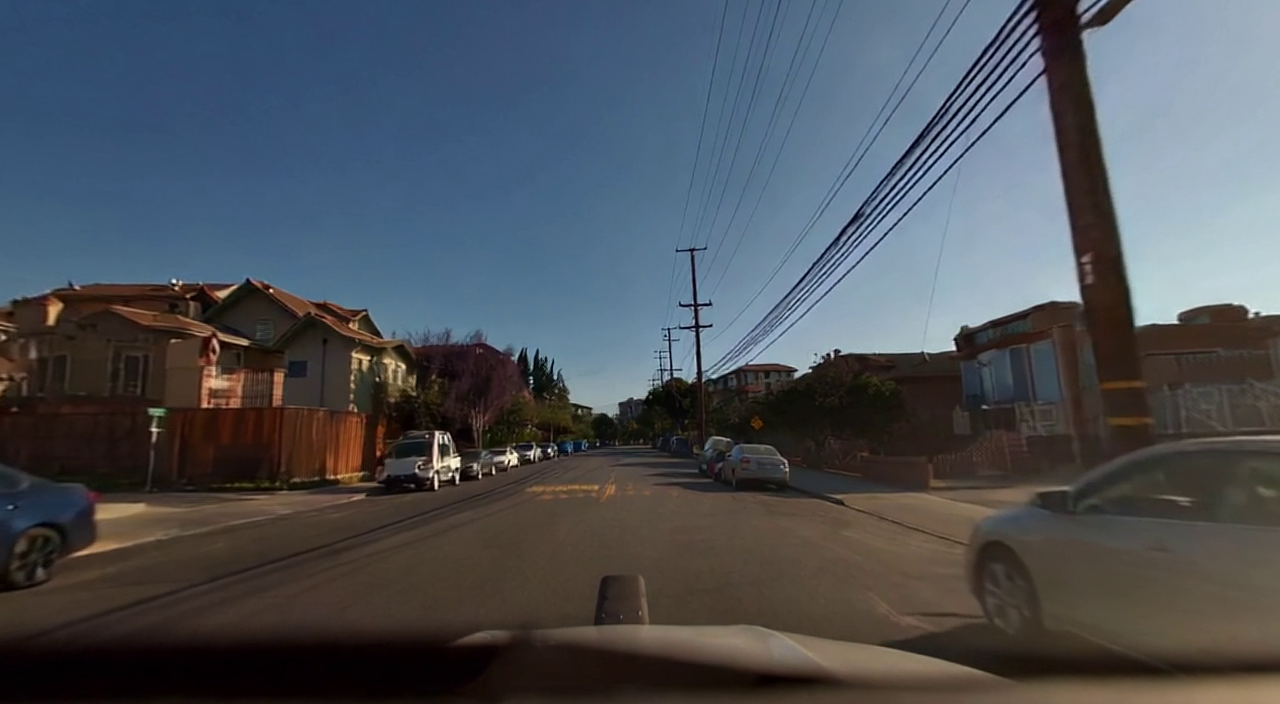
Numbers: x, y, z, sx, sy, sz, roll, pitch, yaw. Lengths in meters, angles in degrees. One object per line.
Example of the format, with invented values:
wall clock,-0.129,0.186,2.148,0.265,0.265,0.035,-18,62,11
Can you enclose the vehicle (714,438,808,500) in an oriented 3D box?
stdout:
vehicle,3.511,3.489,19.202,1.925,1.634,4.419,0,-9,-1

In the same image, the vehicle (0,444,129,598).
vehicle,-7.515,1.669,5.563,2.145,1.488,4.646,-3,-7,1

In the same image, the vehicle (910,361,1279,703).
vehicle,3.570,1.126,3.736,1.986,1.665,4.606,1,-10,1

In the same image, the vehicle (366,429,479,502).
vehicle,-7.883,4.098,23.631,2.351,2.251,5.856,-2,-7,-2

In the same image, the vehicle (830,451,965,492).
vehicle,10.586,4.901,26.106,4.935,1.549,2.016,-5,-11,26
